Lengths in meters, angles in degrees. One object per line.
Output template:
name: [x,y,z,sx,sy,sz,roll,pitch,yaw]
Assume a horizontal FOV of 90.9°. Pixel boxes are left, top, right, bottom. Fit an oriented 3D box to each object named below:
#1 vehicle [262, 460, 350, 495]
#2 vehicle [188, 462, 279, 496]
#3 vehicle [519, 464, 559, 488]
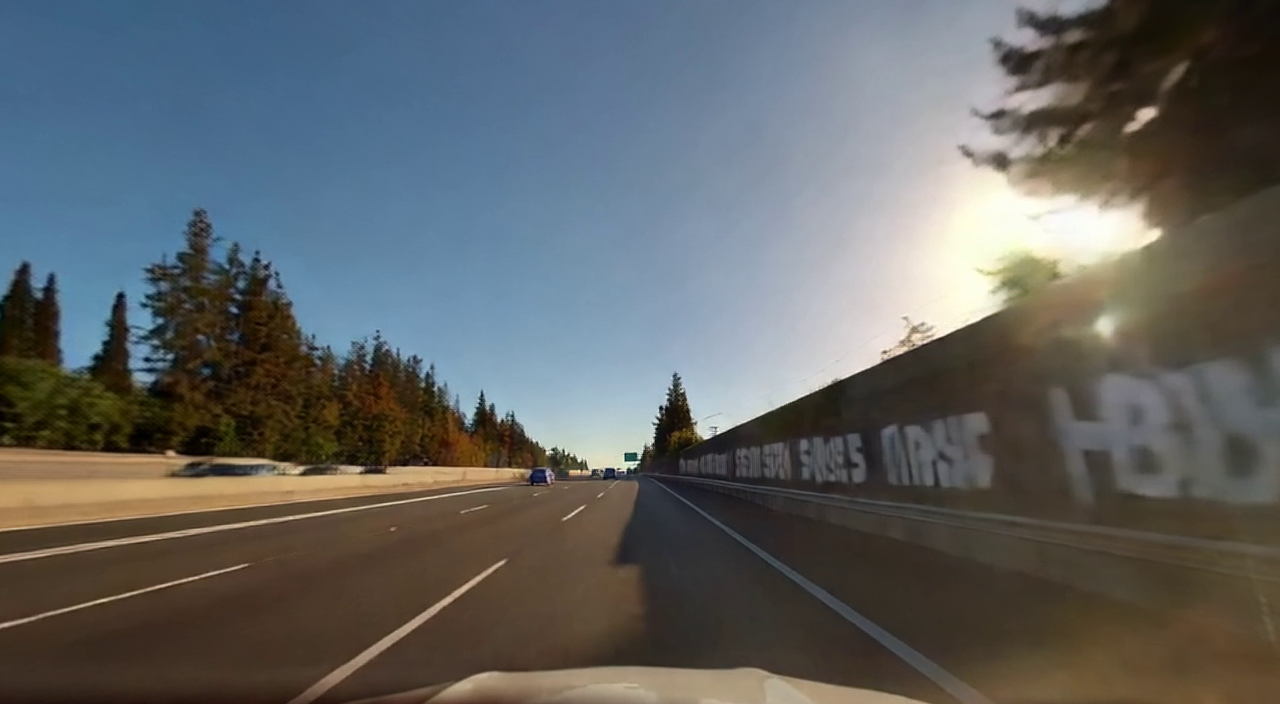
vehicle: [-15.533,5.861,29.564,1.851,1.459,4.101,1,-11,0]
vehicle: [-22.950,7.195,35.818,2.044,1.778,4.622,1,-11,0]
vehicle: [-7.337,9.070,46.254,2.124,1.630,4.416,1,-11,0]
